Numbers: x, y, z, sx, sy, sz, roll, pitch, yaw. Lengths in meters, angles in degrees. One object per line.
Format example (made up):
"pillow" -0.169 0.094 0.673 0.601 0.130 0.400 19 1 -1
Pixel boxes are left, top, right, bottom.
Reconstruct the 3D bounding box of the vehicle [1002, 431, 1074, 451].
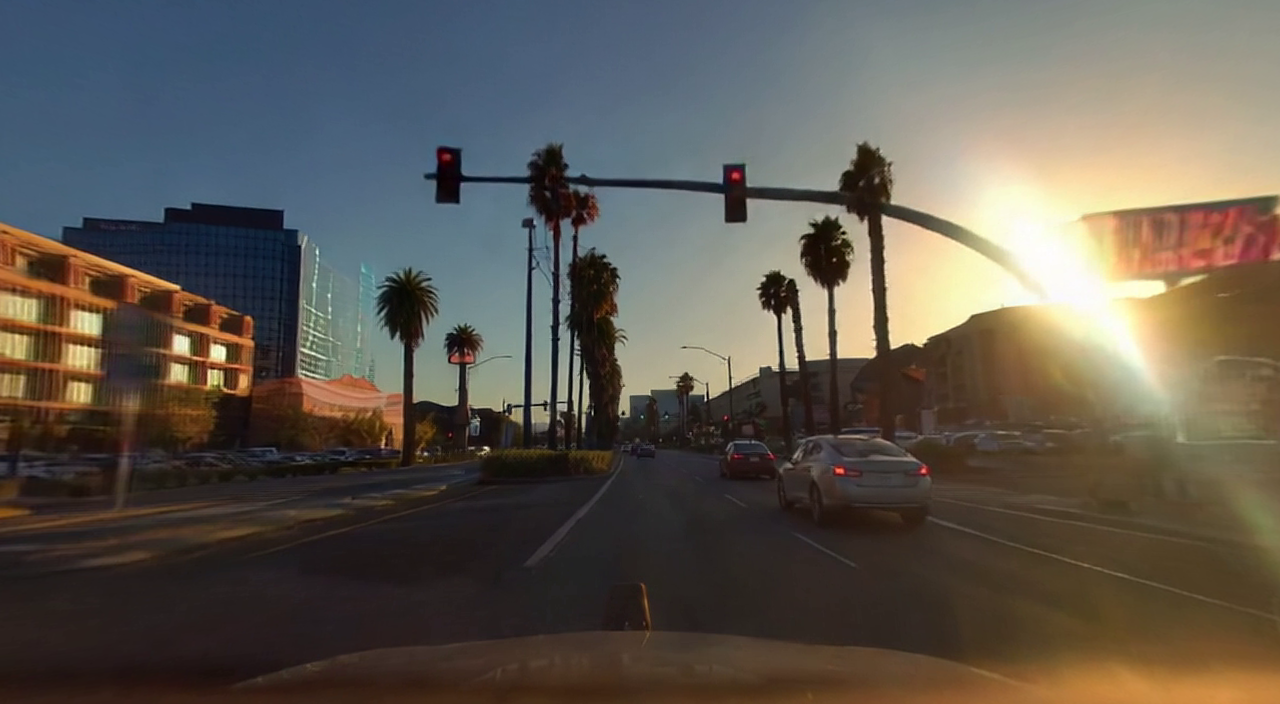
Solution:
"vehicle" 29.286 6.581 46.528 1.759 1.440 4.112 4 -9 -24

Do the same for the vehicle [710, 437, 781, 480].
"vehicle" 3.869 3.991 23.962 1.870 1.467 4.800 0 -8 0

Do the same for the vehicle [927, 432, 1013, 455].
"vehicle" 21.587 6.000 41.320 4.532 1.477 1.914 -1 -8 3

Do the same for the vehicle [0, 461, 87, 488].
"vehicle" -37.303 7.531 38.826 4.648 1.484 1.908 0 -8 1

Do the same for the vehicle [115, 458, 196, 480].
"vehicle" -36.264 8.741 47.228 4.500 1.448 1.901 -1 -8 1

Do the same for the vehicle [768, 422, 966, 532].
"vehicle" 3.632 2.066 11.016 1.931 1.534 4.126 0 -8 1
